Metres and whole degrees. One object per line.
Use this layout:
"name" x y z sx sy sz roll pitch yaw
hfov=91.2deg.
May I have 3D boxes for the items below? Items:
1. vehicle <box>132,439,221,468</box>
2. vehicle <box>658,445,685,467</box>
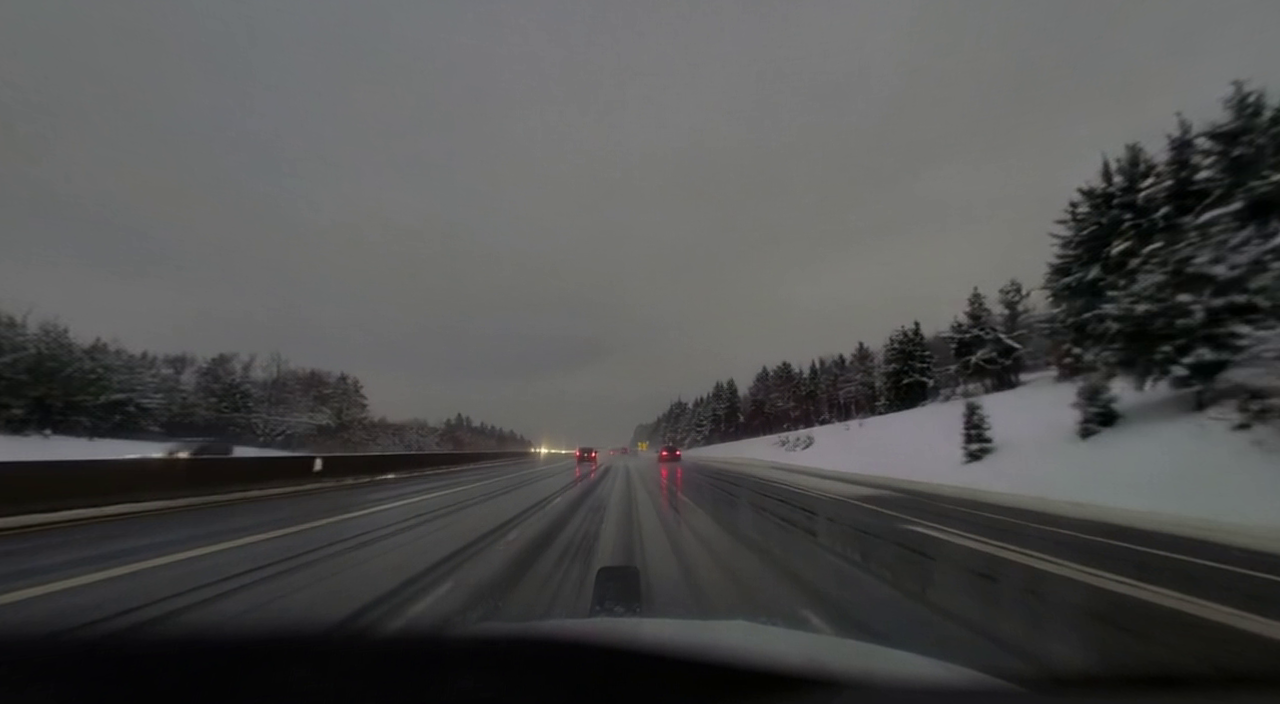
"vehicle" -24.530 5.380 33.328 1.733 1.452 4.029 0 -9 -2
"vehicle" 2.356 7.898 47.812 1.895 1.555 4.030 0 -9 0
